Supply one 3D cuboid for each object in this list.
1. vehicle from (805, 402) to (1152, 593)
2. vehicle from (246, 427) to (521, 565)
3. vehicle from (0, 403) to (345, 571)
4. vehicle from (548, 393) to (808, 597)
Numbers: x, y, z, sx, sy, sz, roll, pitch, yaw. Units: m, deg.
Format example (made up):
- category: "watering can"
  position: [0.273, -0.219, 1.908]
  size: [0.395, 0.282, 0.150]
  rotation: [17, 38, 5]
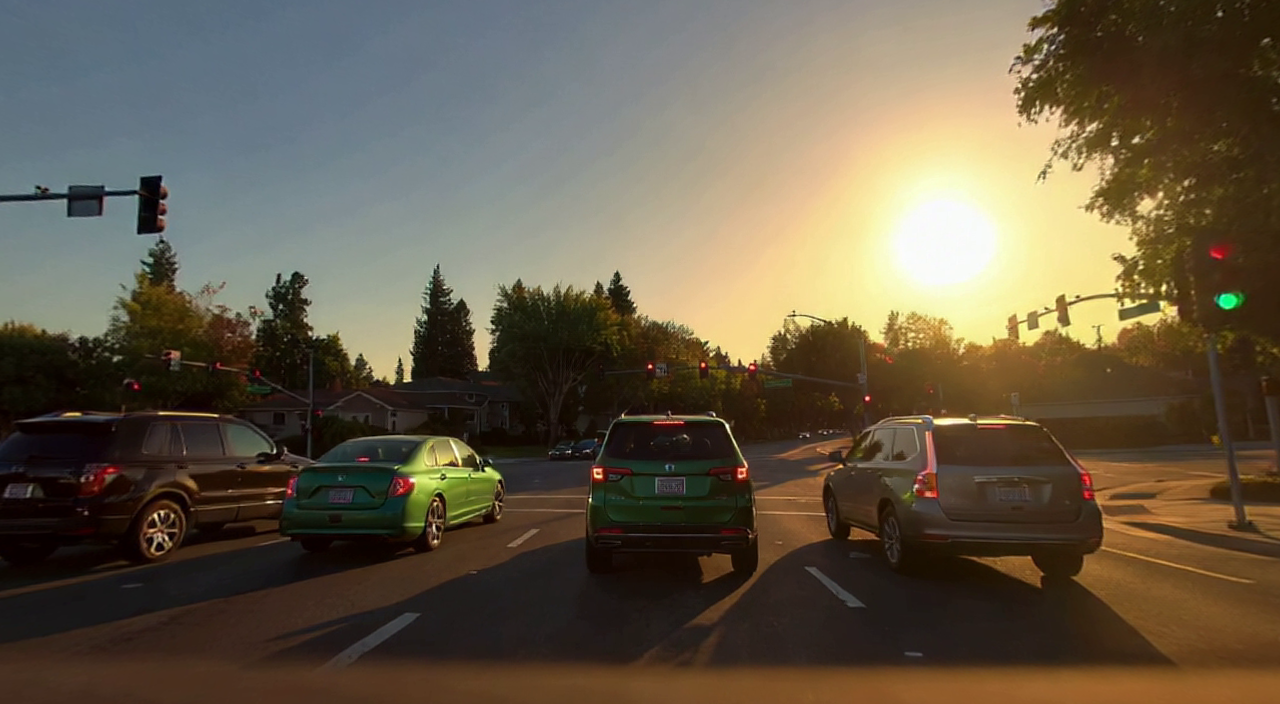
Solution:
- category: "vehicle"
  position: [3.529, 1.594, 7.779]
  size: [2.047, 1.638, 4.395]
  rotation: [-1, -8, 4]
- category: "vehicle"
  position: [-3.238, 1.891, 9.114]
  size: [1.885, 1.475, 4.359]
  rotation: [-1, -8, 4]
- category: "vehicle"
  position: [-6.641, 1.819, 9.299]
  size: [2.075, 1.796, 4.785]
  rotation: [0, -8, 2]
- category: "vehicle"
  position: [0.393, 1.522, 7.522]
  size: [2.198, 1.708, 4.170]
  rotation: [0, -8, 2]
